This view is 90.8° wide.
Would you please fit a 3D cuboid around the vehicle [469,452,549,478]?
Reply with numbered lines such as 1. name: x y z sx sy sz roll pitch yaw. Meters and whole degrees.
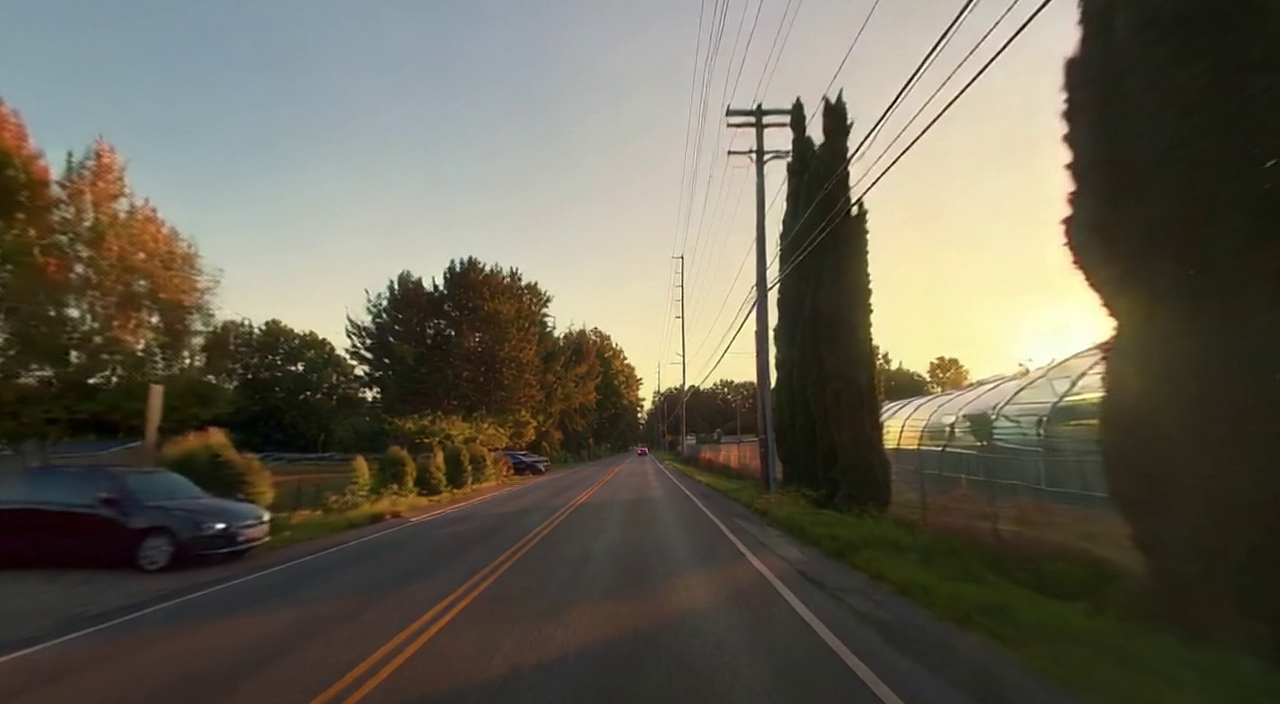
1. vehicle: -8.161 7.057 39.581 4.525 1.499 1.934 0 -8 1

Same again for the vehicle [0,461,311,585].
1. vehicle: -7.872 2.384 9.392 4.954 1.449 2.141 -2 -9 12
